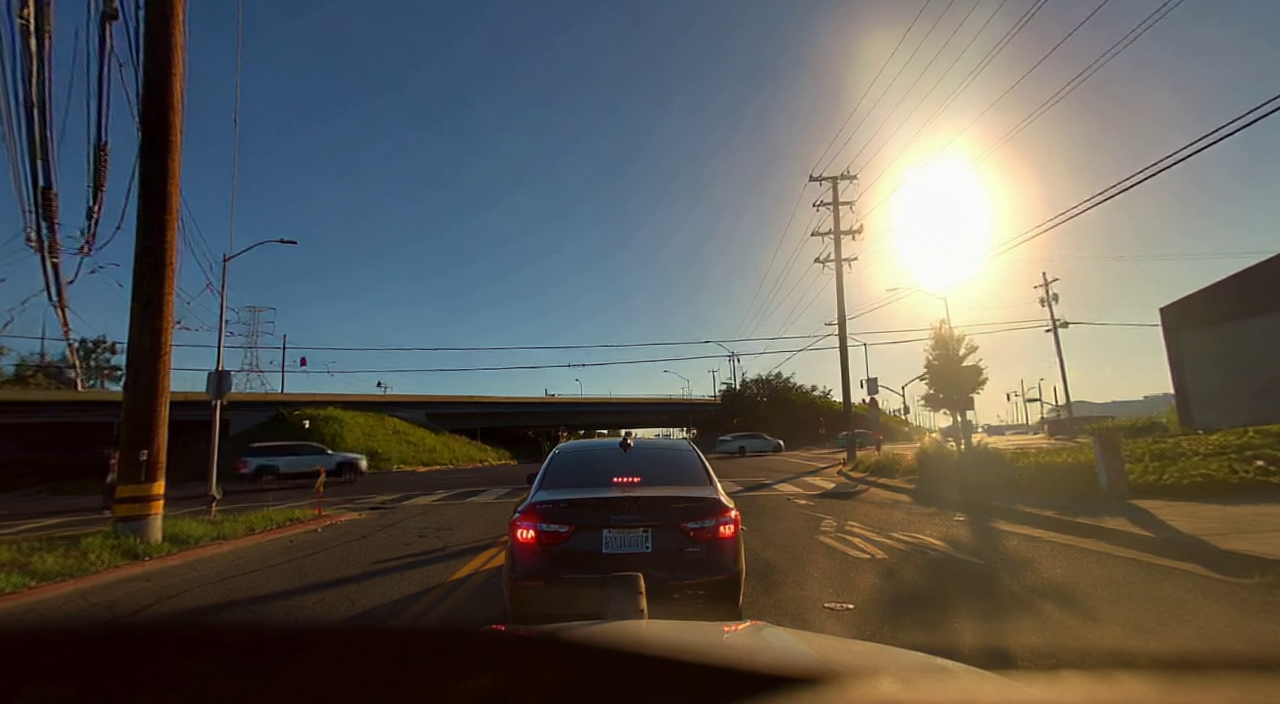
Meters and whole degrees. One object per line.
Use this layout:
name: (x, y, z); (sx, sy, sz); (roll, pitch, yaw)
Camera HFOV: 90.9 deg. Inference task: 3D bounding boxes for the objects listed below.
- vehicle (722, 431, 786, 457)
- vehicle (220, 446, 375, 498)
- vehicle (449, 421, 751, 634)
vehicle: (7.938, 6.365, 43.642); (1.986, 1.667, 4.748); (-8, -12, 43)
vehicle: (-12.166, 4.208, 22.620); (4.435, 1.637, 1.901); (8, -12, -44)
vehicle: (-0.243, 1.527, 6.460); (2.090, 1.458, 4.033); (-1, -9, 1)
